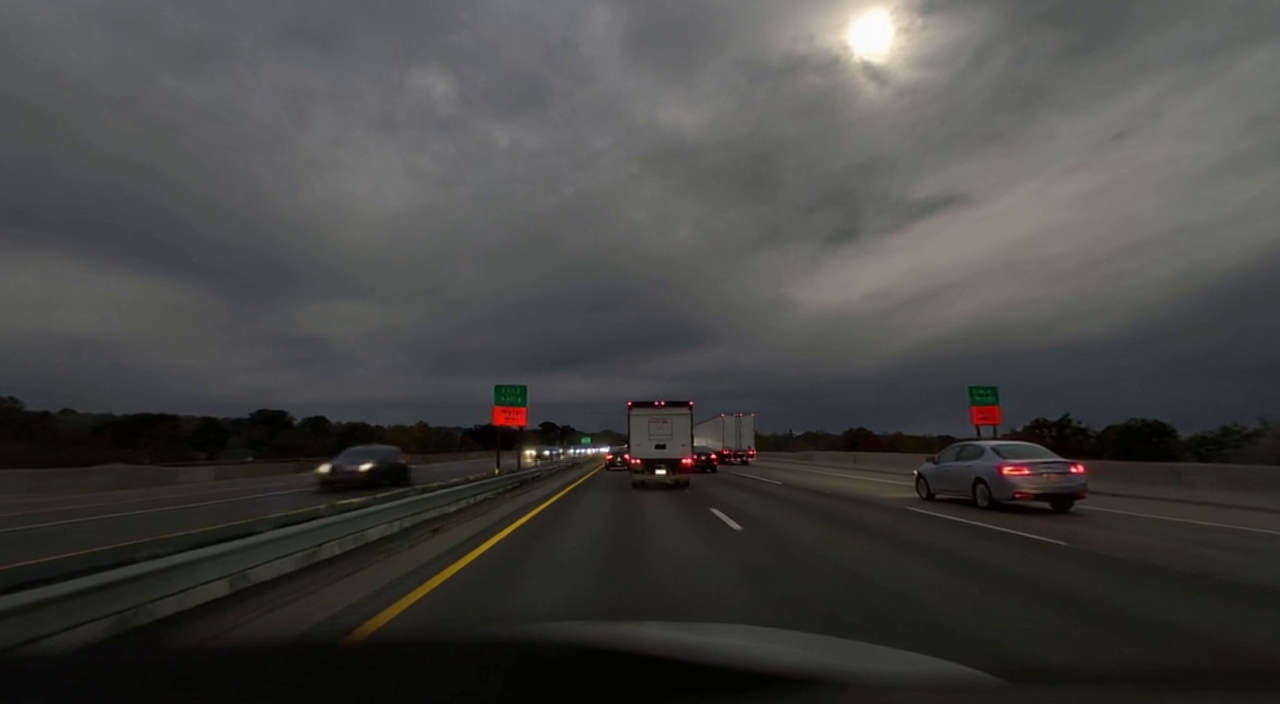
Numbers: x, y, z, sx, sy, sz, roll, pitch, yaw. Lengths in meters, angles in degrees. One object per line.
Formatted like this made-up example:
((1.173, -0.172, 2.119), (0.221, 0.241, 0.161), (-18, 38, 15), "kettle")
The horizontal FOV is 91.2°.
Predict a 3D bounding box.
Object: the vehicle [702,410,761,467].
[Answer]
((6.916, 6.833, 48.989), (2.928, 3.900, 10.014), (0, -9, 0), "vehicle")

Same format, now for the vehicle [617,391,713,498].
((0.959, 2.881, 19.450), (2.506, 2.743, 6.093), (-1, -9, 6), "vehicle")

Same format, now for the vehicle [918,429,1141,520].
((7.528, 2.385, 12.670), (1.988, 1.534, 3.763), (0, -9, -2), "vehicle")

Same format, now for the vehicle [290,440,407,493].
((-9.647, 3.800, 21.167), (1.918, 1.578, 4.140), (0, -9, 0), "vehicle")
